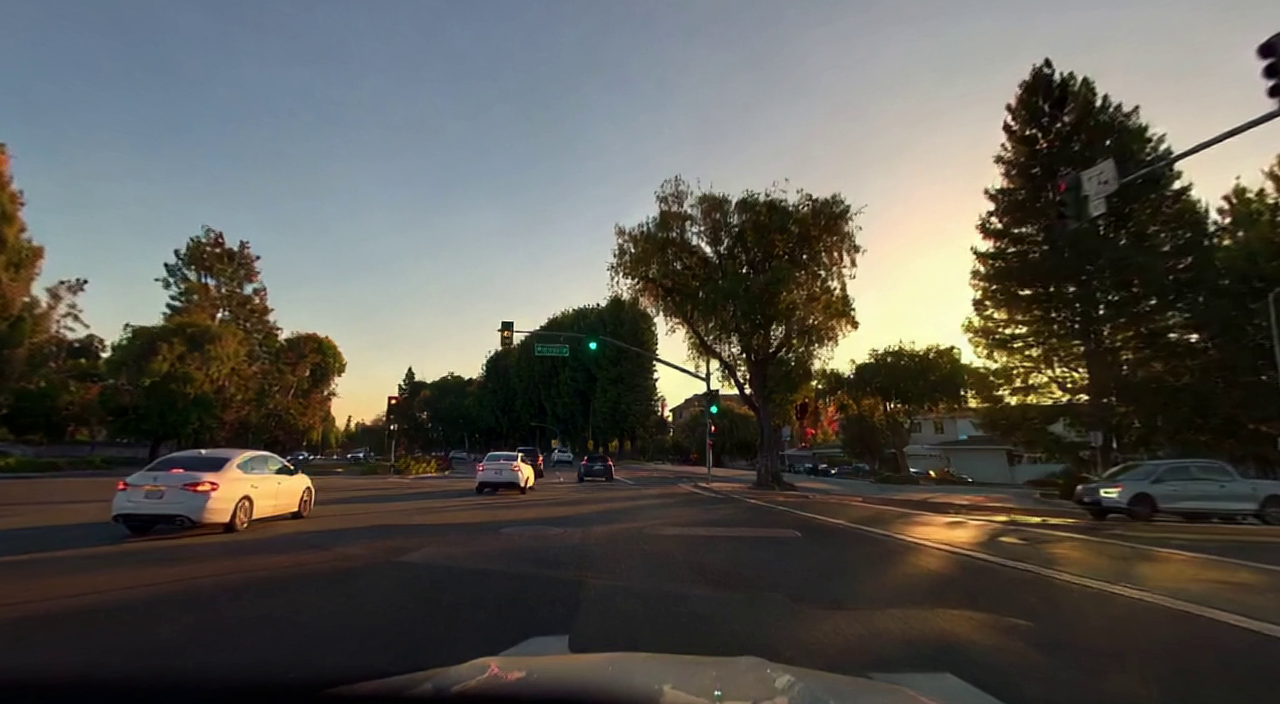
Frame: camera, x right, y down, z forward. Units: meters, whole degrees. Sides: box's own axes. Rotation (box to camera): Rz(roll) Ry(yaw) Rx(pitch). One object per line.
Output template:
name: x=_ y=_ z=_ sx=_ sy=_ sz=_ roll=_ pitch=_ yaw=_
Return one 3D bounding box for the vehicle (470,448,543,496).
vehicle: x=-4.986 y=4.529 z=24.341 sx=2.098 sy=1.613 sz=4.606 roll=0 pitch=-8 yaw=-4

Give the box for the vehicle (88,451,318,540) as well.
vehicle: x=-8.339 y=2.713 z=12.613 sx=1.889 sy=1.429 sz=4.029 roll=0 pitch=-8 yaw=-4

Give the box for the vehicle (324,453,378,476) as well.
vehicle: x=-20.057 y=7.779 z=44.033 sx=2.052 sy=1.450 sz=4.634 roll=1 pitch=-8 yaw=-7

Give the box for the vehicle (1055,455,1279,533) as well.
vehicle: x=11.723 y=2.952 z=13.396 sx=4.439 sy=1.477 sz=1.895 roll=0 pitch=-8 yaw=2

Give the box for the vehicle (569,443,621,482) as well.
vehicle: x=-2.599 y=6.114 z=35.295 sx=2.526 sy=1.982 sz=5.294 roll=1 pitch=-9 yaw=-8
